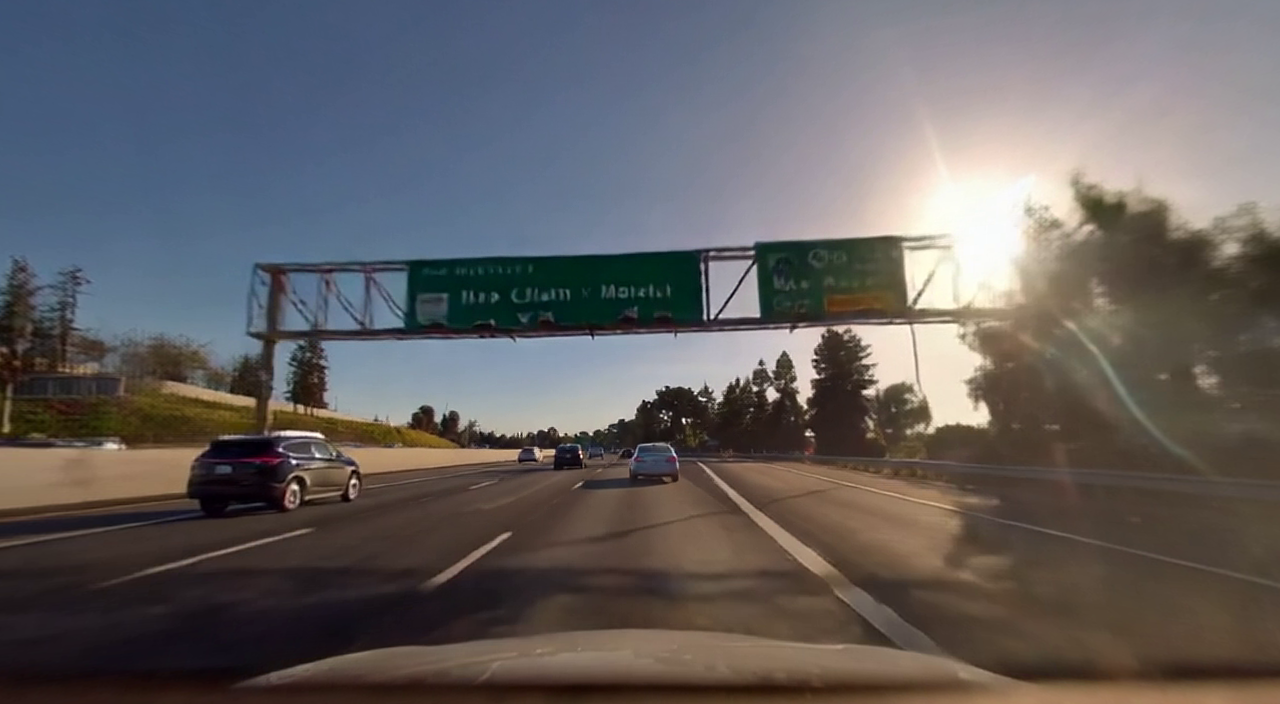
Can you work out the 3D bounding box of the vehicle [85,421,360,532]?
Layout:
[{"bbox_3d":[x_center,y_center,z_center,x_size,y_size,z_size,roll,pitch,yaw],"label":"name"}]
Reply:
[{"bbox_3d":[-7.916,2.404,12.805,2.206,1.788,4.914,0,-8,0],"label":"vehicle"}]

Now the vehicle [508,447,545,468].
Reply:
[{"bbox_3d":[-8.562,7.993,48.073,1.974,1.464,4.733,0,-8,0],"label":"vehicle"}]

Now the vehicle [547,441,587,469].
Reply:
[{"bbox_3d":[-4.926,7.011,43.218,2.289,1.777,4.534,0,-8,-2],"label":"vehicle"}]

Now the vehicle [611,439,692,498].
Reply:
[{"bbox_3d":[0.237,3.321,18.406,2.082,1.482,4.126,0,-8,-2],"label":"vehicle"}]
